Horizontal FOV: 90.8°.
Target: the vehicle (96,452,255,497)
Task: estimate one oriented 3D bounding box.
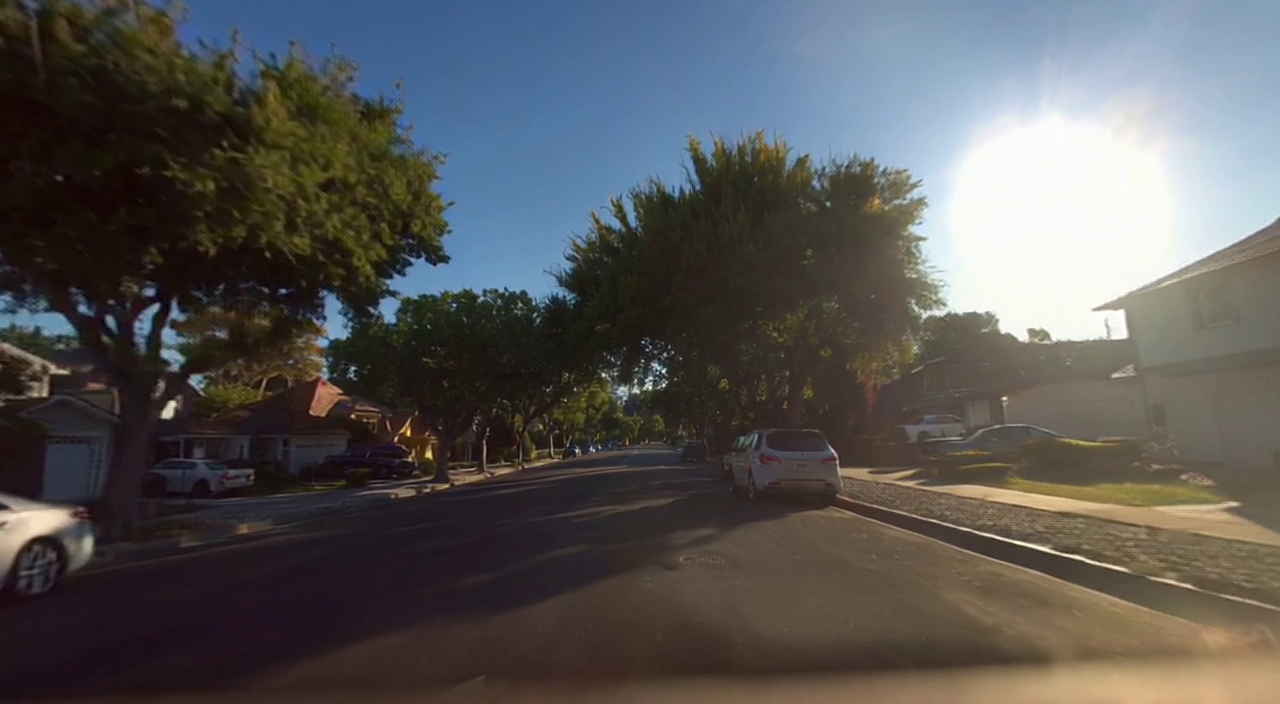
[{"bbox_3d":[-16.147,4.251,22.089,4.276,1.463,1.832,-1,-8,7],"label":"vehicle"}]

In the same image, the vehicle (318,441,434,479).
[{"bbox_3d":[-13.124,5.396,31.635,4.928,1.797,1.981,-1,-8,2],"label":"vehicle"}]

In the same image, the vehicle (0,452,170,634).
[{"bbox_3d":[-6.241,1.603,4.768,2.099,1.399,4.357,-4,-7,0],"label":"vehicle"}]

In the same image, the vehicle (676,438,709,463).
[{"bbox_3d":[3.466,6.546,42.295,2.016,1.567,4.228,-1,-8,2],"label":"vehicle"}]

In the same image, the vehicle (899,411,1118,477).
[{"bbox_3d":[10.496,2.702,18.479,5.041,1.486,1.969,-6,-9,13],"label":"vehicle"}]

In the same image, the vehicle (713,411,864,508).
[{"bbox_3d":[3.208,2.459,14.942,2.241,1.875,5.059,0,-8,-1],"label":"vehicle"}]
